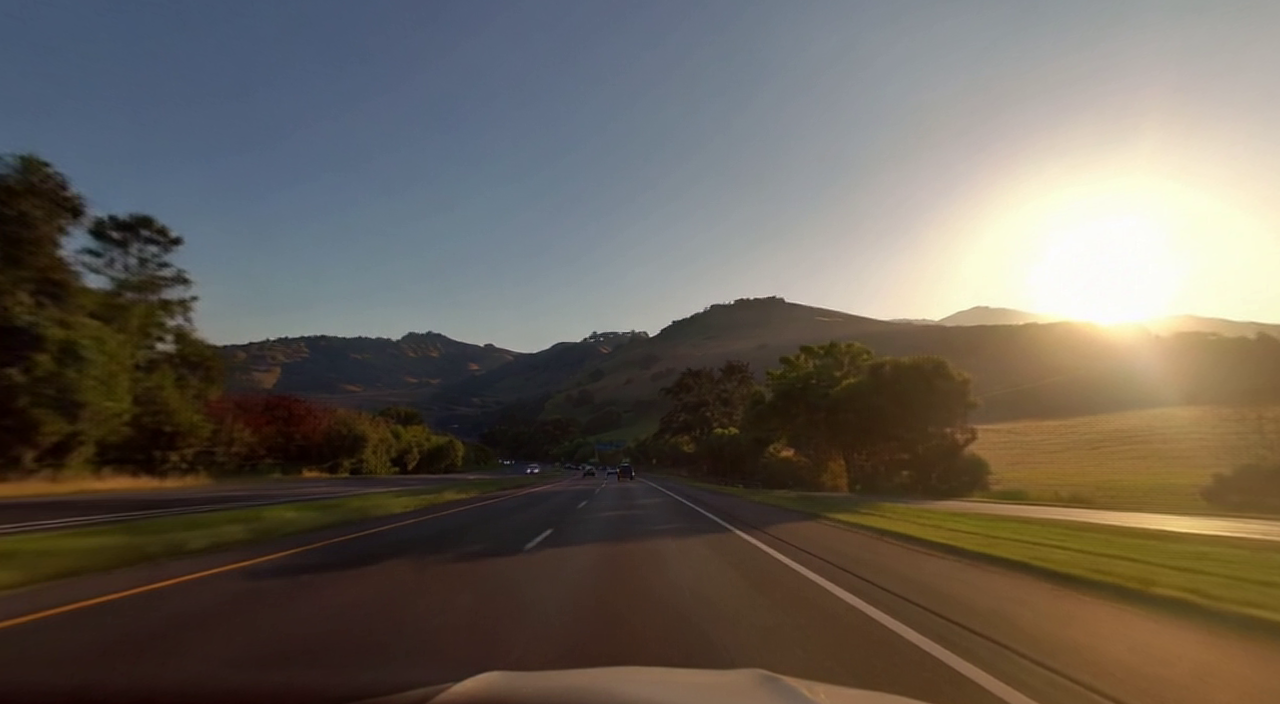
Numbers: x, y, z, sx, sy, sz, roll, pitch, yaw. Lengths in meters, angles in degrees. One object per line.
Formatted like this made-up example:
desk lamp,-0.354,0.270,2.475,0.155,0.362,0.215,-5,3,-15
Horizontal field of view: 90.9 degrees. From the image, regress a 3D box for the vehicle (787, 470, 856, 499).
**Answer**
vehicle,11.677,8.561,40.934,2.089,1.770,4.571,4,-11,-17
